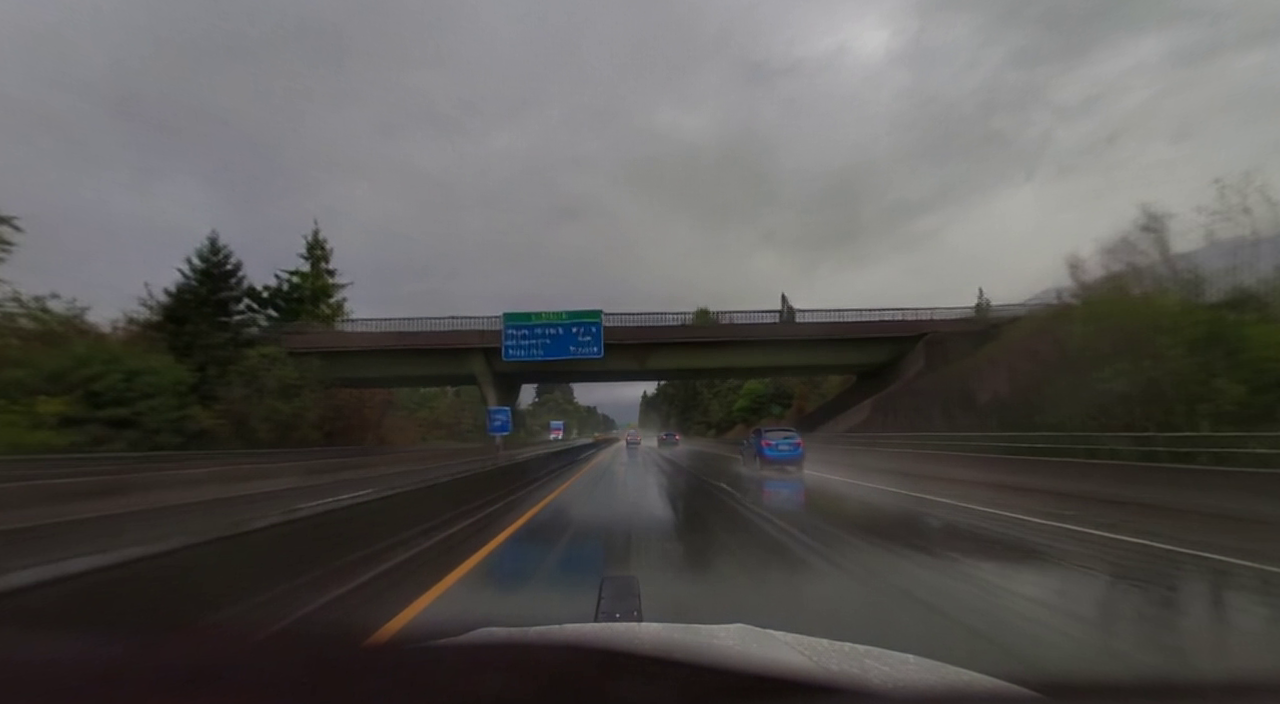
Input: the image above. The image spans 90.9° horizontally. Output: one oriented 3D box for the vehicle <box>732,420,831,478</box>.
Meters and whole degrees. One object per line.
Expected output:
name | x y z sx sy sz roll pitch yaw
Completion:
vehicle | 4.359 3.063 20.132 2.073 1.651 4.065 0 -8 -2
